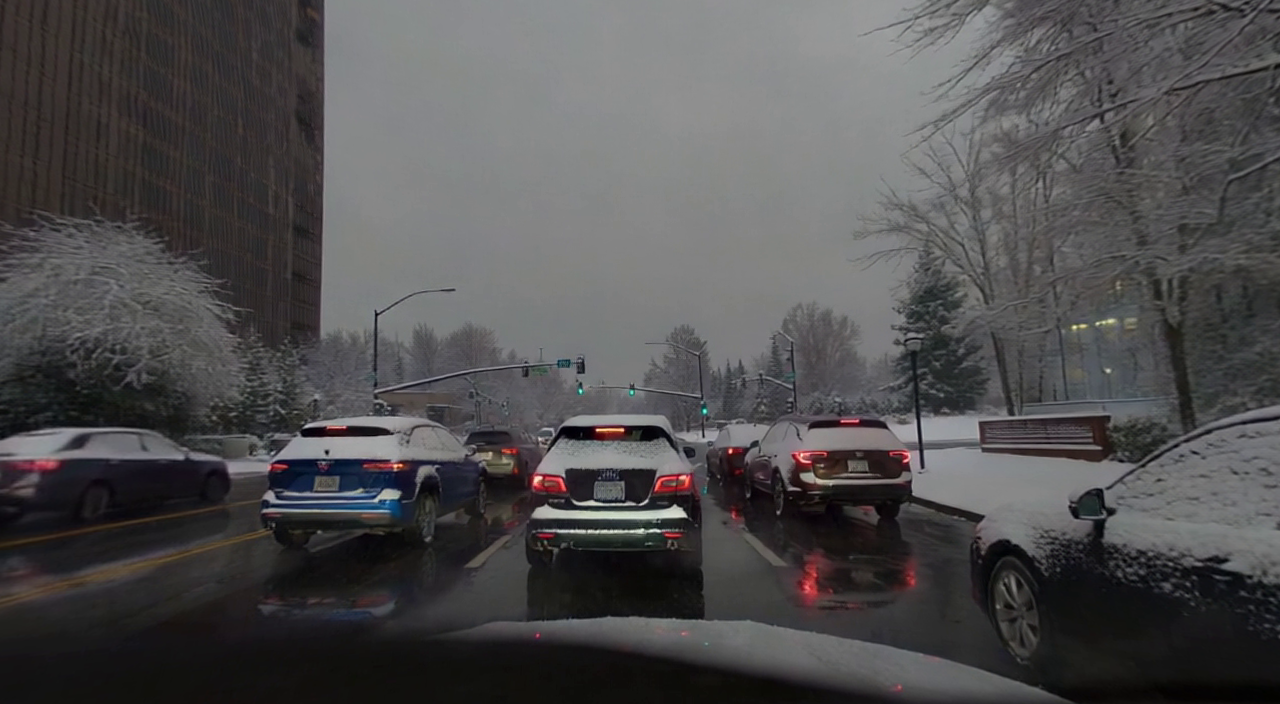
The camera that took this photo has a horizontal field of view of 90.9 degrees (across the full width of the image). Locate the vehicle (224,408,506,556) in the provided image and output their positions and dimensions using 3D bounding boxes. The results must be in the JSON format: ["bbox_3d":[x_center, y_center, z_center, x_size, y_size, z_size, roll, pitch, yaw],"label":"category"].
[{"bbox_3d":[-3.761,1.886,9.889,2.141,1.718,4.809,0,-8,1],"label":"vehicle"}]

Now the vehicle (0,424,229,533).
[{"bbox_3d":[-10.440,2.314,12.159,1.938,1.682,4.498,0,-8,0],"label":"vehicle"}]

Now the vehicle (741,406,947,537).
[{"bbox_3d":[3.337,2.085,11.536,2.117,1.879,4.715,0,-8,-1],"label":"vehicle"}]

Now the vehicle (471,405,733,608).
[{"bbox_3d":[-0.356,1.584,7.418,2.114,1.631,4.459,0,-8,-1],"label":"vehicle"}]

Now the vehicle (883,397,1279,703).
[{"bbox_3d":[3.236,1.068,3.366,2.045,1.459,4.462,0,-8,-1],"label":"vehicle"}]
